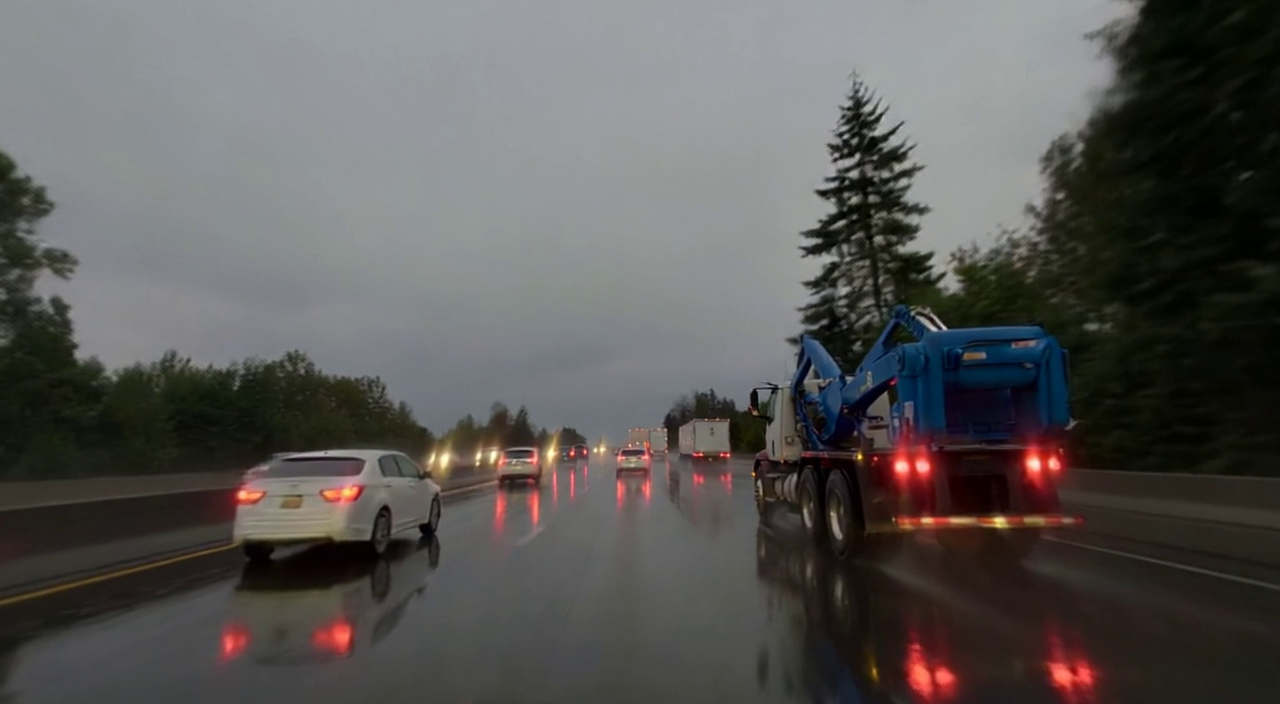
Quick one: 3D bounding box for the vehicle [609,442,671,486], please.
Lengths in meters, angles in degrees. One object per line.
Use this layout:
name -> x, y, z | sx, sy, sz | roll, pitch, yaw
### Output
vehicle -> -0.051, 4.226, 23.903 | 2.150, 1.498, 3.988 | 0, -9, -2

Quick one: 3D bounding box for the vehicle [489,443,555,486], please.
vehicle -> -4.597, 4.429, 24.957 | 1.858, 1.527, 3.974 | 0, -9, 0

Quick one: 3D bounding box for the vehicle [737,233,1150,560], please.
vehicle -> 3.924, 1.075, 11.114 | 2.975, 3.618, 8.456 | 0, -9, 0

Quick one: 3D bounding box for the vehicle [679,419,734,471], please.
vehicle -> 3.866, 5.634, 37.940 | 2.416, 2.829, 7.016 | 0, -9, -1

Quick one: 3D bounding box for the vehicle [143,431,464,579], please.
vehicle -> -4.156, 1.959, 8.911 | 1.880, 1.507, 4.757 | 0, -9, 1

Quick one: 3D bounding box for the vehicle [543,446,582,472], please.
vehicle -> -4.812, 6.689, 39.268 | 1.924, 1.481, 4.264 | 0, -9, 0

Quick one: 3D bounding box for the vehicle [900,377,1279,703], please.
vehicle -> 4.076, 1.081, 3.699 | 2.599, 1.631, 5.693 | 0, -9, 0
